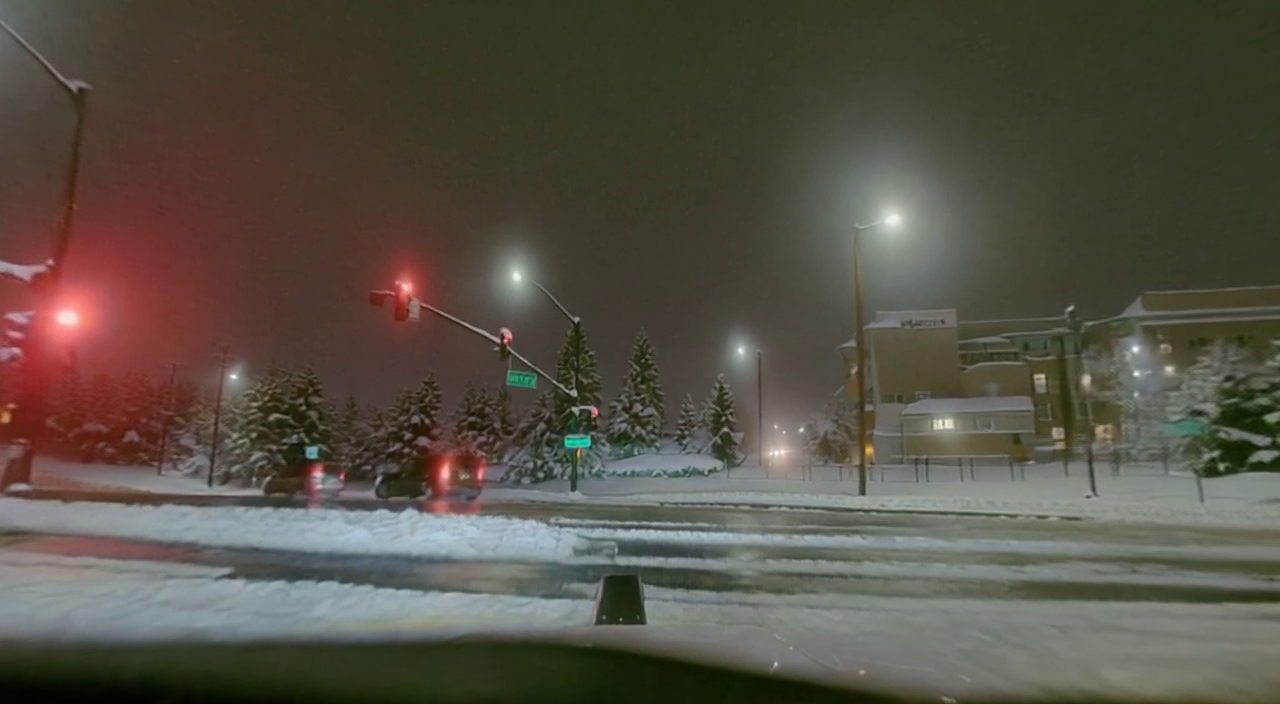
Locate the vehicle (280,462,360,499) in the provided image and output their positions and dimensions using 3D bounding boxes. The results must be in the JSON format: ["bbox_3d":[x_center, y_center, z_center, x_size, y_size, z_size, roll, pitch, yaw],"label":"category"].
[{"bbox_3d":[-16.005,6.338,31.537,3.852,1.605,2.007,-7,-10,37],"label":"vehicle"}]

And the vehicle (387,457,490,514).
[{"bbox_3d":[-6.593,4.232,20.451,2.048,1.516,3.874,5,-10,-35],"label":"vehicle"}]
